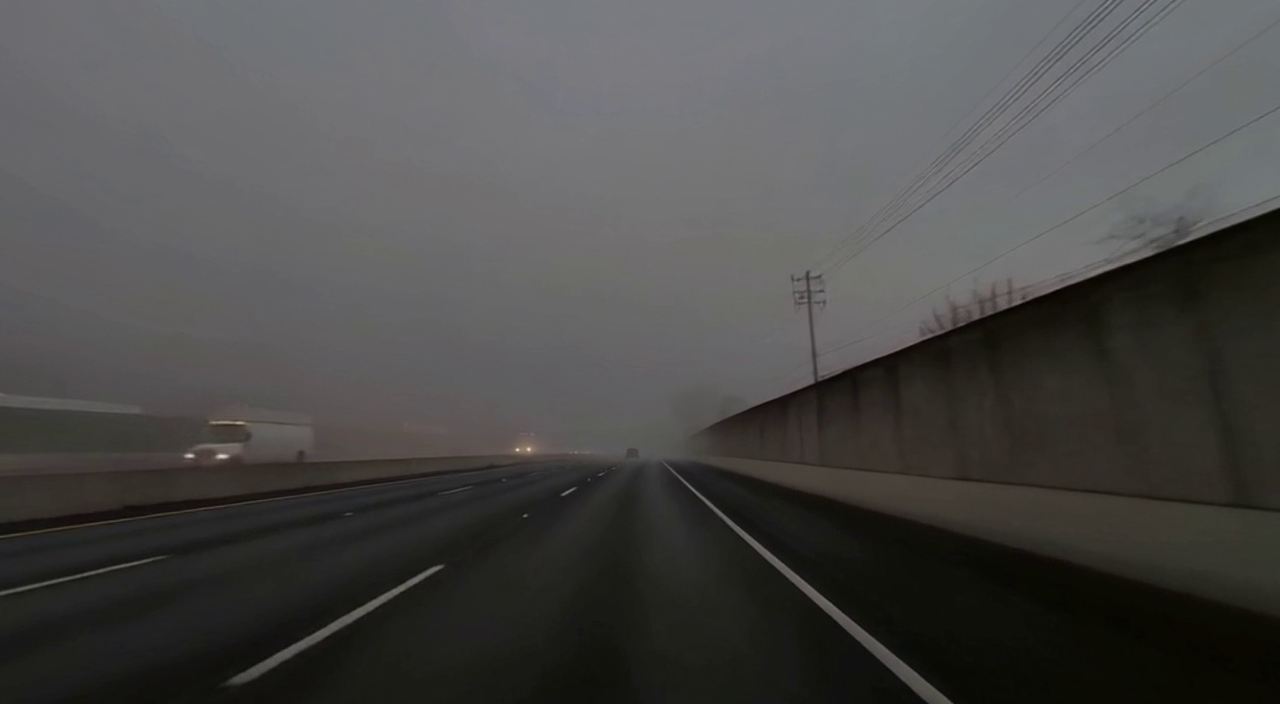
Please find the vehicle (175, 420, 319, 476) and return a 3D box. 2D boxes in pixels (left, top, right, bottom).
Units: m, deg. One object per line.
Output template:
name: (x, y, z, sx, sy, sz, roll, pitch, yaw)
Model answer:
vehicle: (-22.631, 5.638, 37.066, 2.866, 2.908, 8.457, 0, -9, 1)
